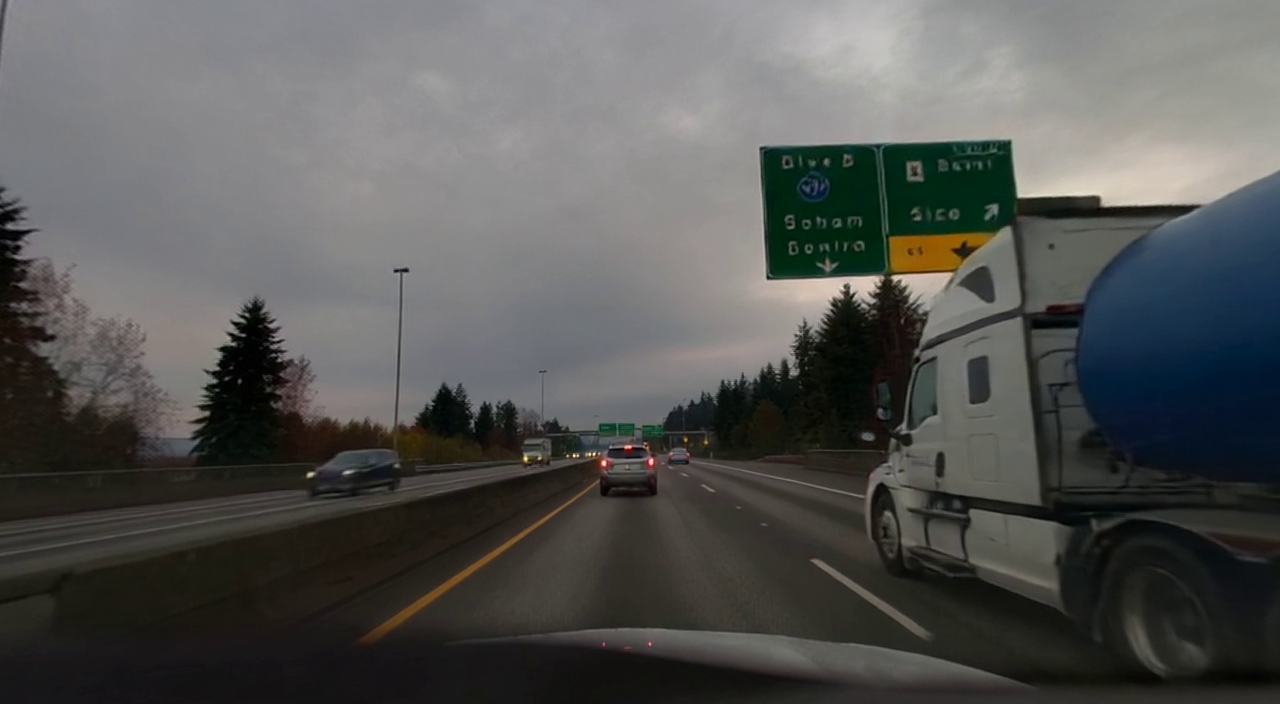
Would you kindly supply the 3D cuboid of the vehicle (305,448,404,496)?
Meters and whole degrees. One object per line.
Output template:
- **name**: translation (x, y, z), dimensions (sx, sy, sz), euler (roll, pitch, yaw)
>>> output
- **vehicle**: translation (-11.933, 4.994, 26.757), dimensions (2.063, 1.828, 4.416), euler (0, -9, 1)

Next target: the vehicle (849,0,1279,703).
- **vehicle**: translation (3.872, -0.039, 3.850), dimensions (3.001, 3.728, 5.947), euler (0, -9, -1)

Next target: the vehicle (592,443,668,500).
- **vehicle**: translation (-0.271, 3.477, 18.671), dimensions (2.003, 1.490, 3.636), euler (0, -9, 0)
